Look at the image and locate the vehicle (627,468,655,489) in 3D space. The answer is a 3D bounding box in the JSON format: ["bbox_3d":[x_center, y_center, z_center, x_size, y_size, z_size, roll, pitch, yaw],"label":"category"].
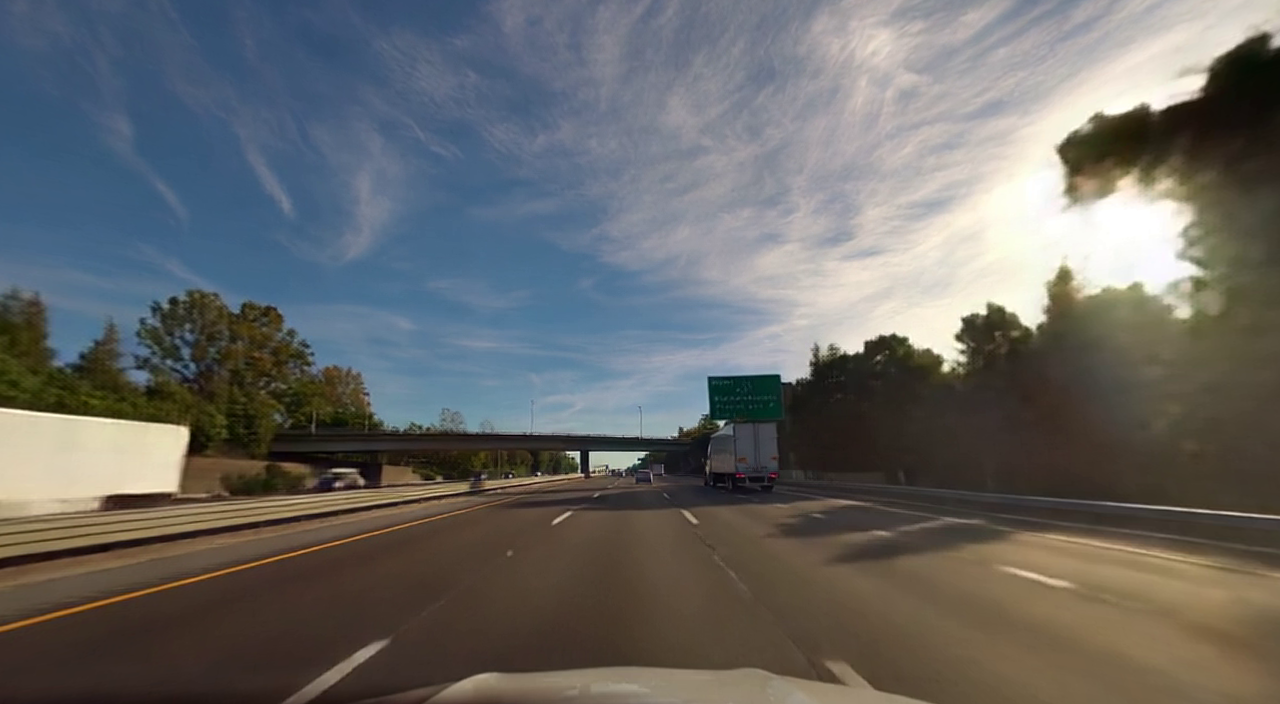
[{"bbox_3d":[0.046,9.262,46.291,2.029,1.459,3.684,1,-10,-1],"label":"vehicle"}]

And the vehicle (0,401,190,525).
[{"bbox_3d":[-22.529,3.914,22.157,2.860,4.023,14.291,1,-11,0],"label":"vehicle"}]

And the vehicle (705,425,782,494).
[{"bbox_3d":[6.929,7.716,44.852,2.926,4.073,13.836,1,-10,-1],"label":"vehicle"}]

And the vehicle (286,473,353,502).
[{"bbox_3d":[-18.140,7.695,35.892,1.725,1.482,3.913,1,-10,0],"label":"vehicle"}]
